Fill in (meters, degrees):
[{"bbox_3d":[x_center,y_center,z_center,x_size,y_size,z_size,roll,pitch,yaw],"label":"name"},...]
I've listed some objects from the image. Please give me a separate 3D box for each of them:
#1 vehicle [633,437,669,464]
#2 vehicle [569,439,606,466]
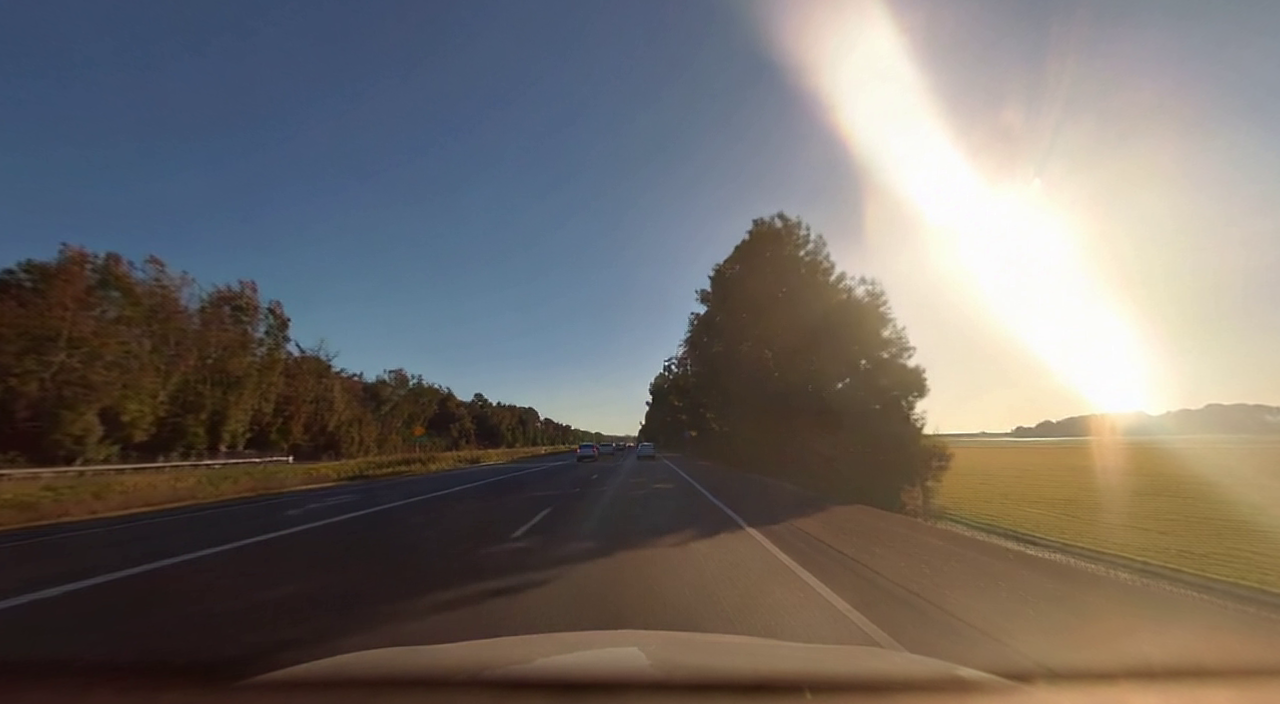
[{"bbox_3d":[0.720,6.648,42.895,2.259,1.697,4.106,0,-8,0],"label":"vehicle"},{"bbox_3d":[-3.384,6.558,41.440,2.028,1.634,4.441,-1,-8,1],"label":"vehicle"}]
